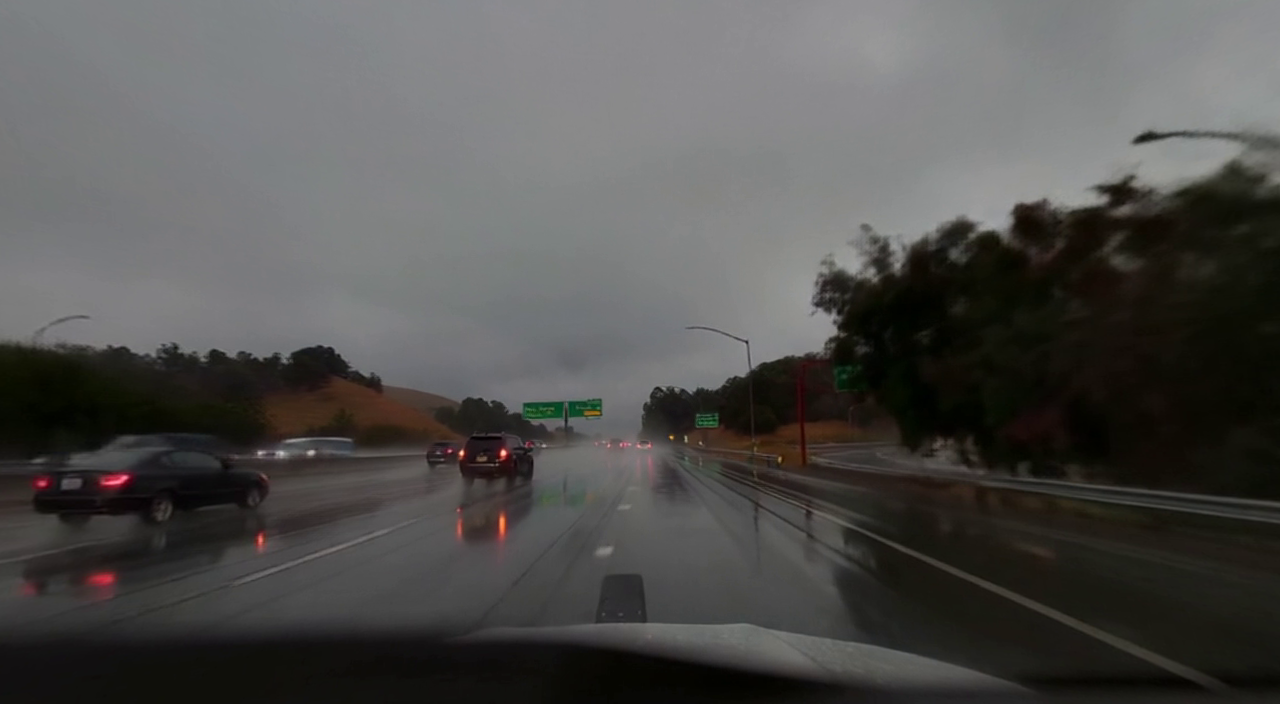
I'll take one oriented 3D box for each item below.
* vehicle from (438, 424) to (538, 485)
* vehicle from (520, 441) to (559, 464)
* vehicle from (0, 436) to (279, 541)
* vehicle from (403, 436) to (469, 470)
[{"bbox_3d":[-5.364,3.704,22.990,2.219,1.947,4.924,0,-9,2],"label":"vehicle"},{"bbox_3d":[-7.578,7.593,47.688,2.069,1.636,4.483,0,-9,2],"label":"vehicle"},{"bbox_3d":[-9.232,2.371,11.707,1.984,1.508,4.935,0,-9,2],"label":"vehicle"},{"bbox_3d":[-11.794,5.878,36.775,2.079,1.822,4.893,0,-9,2],"label":"vehicle"}]
